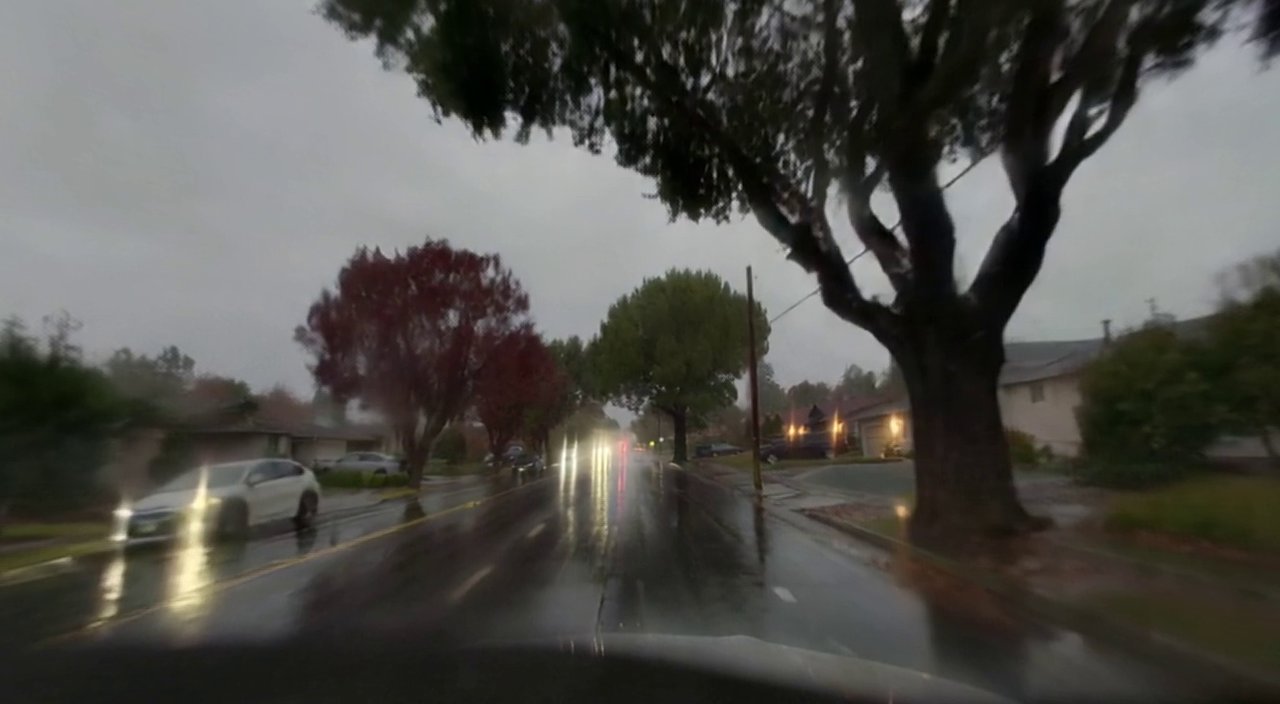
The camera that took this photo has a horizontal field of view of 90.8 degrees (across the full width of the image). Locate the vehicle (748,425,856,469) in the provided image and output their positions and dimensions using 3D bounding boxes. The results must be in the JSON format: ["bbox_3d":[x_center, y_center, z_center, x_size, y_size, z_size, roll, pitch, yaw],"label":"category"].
[{"bbox_3d":[8.805,5.197,34.609,5.221,1.958,1.992,-4,-9,0],"label":"vehicle"}]

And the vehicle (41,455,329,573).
[{"bbox_3d":[-7.632,2.685,11.337,1.919,1.492,4.547,-5,-9,-1],"label":"vehicle"}]

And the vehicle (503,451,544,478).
[{"bbox_3d":[-7.825,7.598,42.847,1.973,1.500,4.781,-5,-9,-2],"label":"vehicle"}]

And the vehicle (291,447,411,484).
[{"bbox_3d":[-14.414,5.650,31.733,4.995,1.760,1.988,0,-9,-3],"label":"vehicle"}]
